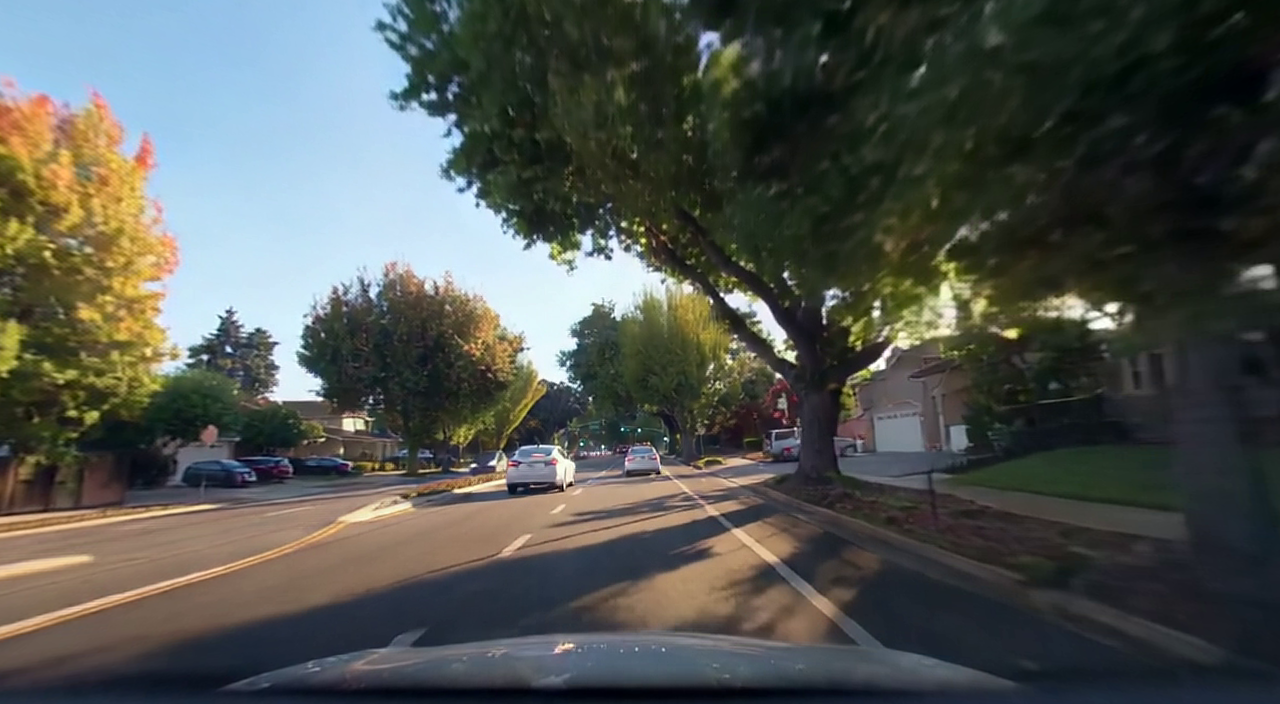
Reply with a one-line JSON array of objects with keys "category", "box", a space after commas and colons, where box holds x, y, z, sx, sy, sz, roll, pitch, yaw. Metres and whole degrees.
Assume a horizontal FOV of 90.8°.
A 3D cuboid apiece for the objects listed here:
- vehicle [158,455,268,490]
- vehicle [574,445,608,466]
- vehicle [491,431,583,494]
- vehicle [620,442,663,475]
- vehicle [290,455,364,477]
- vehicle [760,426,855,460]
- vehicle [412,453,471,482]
[{"category": "vehicle", "box": [-22.175, 6.239, 32.929, 4.203, 1.693, 2.072, 0, -9, 1]}, {"category": "vehicle", "box": [-3.714, 7.977, 49.021, 2.268, 1.522, 4.350, 0, -9, 0]}, {"category": "vehicle", "box": [-3.163, 3.507, 20.335, 2.157, 1.771, 4.452, 0, -9, 1]}, {"category": "vehicle", "box": [0.047, 5.332, 31.853, 2.062, 1.518, 3.901, 0, -9, -1]}, {"category": "vehicle", "box": [-22.843, 8.293, 46.155, 4.370, 1.496, 1.887, 0, -9, -3]}, {"category": "vehicle", "box": [11.126, 6.085, 42.360, 5.552, 2.070, 2.533, -1, -9, -3]}, {"category": "vehicle", "box": [-11.592, 6.756, 37.262, 1.970, 1.554, 4.401, 0, -9, 1]}]
